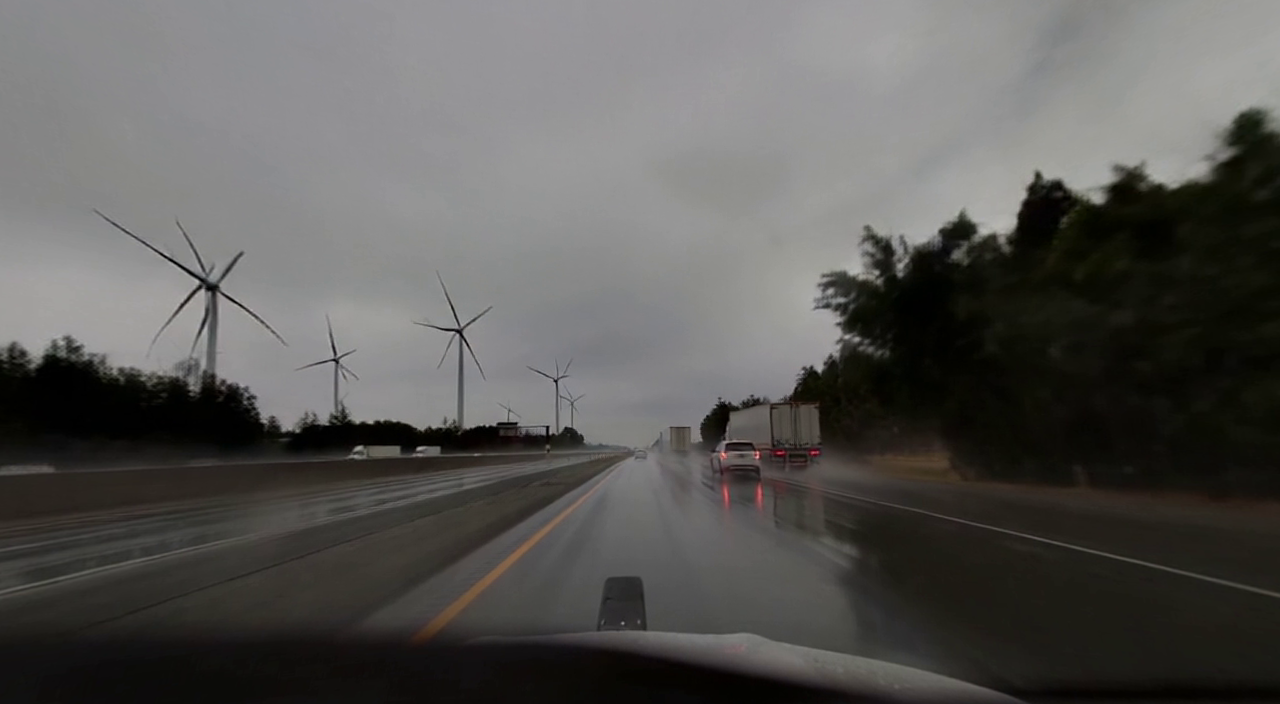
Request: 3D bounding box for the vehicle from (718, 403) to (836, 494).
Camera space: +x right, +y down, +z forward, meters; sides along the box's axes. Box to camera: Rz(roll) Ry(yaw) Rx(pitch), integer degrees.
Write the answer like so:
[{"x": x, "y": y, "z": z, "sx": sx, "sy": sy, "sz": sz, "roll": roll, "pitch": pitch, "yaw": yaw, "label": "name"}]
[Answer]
[{"x": 4.349, "y": 3.245, "z": 21.155, "sx": 2.609, "sy": 2.648, "sz": 5.397, "roll": 0, "pitch": -9, "yaw": -1, "label": "vehicle"}]
